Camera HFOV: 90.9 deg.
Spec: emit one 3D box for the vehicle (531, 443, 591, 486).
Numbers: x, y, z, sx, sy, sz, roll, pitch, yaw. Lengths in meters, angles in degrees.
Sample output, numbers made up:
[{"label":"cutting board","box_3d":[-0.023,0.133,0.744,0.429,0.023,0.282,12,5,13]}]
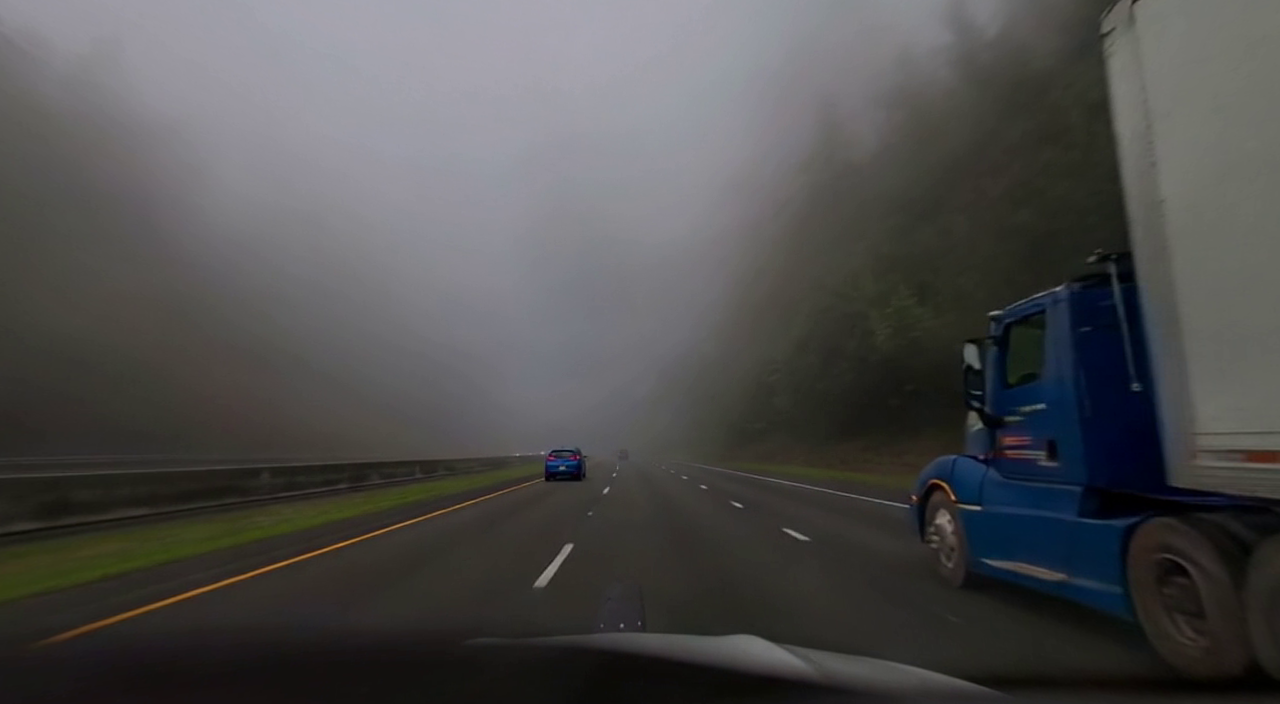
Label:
[{"label":"vehicle","box_3d":[-3.307,4.828,27.318,2.115,1.670,4.261,0,-9,-1]}]
